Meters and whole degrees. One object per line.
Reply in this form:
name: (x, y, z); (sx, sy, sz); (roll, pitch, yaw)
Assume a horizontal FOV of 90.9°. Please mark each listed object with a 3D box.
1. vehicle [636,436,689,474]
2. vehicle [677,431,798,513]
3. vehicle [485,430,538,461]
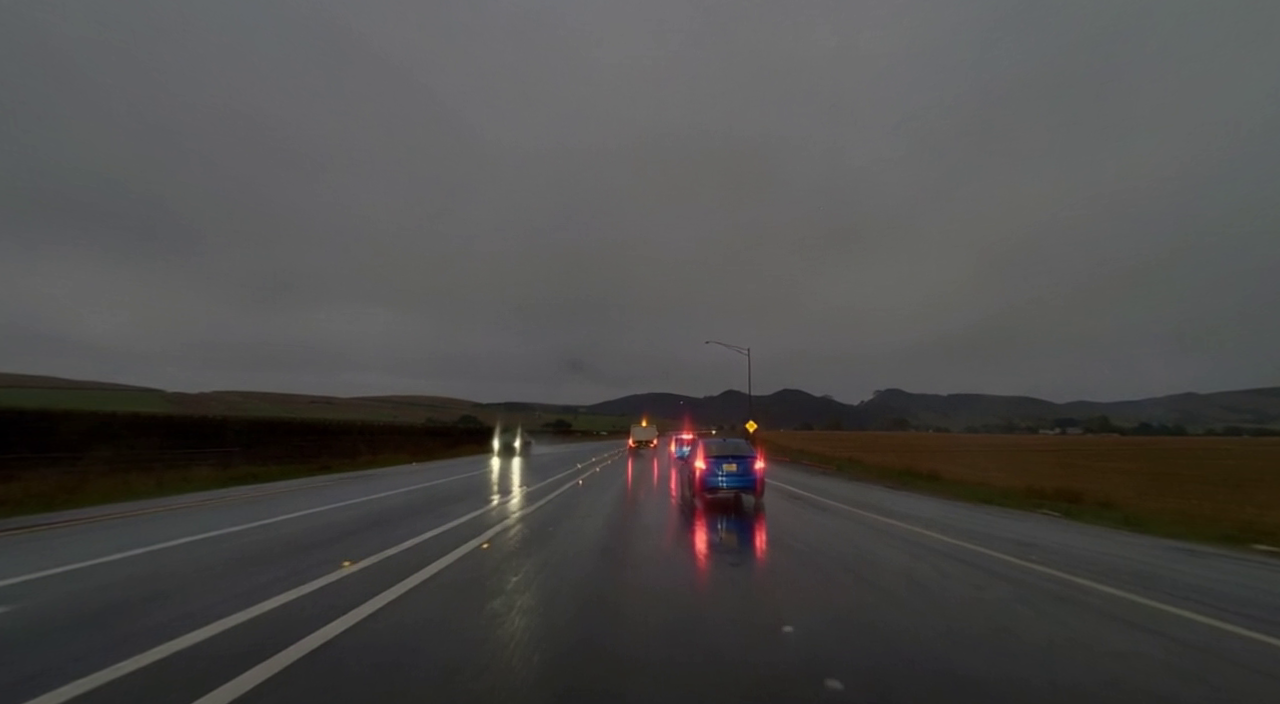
vehicle: (0.885, 4.463, 27.544); (2.026, 1.531, 4.273); (0, -8, -2)
vehicle: (1.977, 2.587, 14.067); (2.007, 1.534, 3.976); (0, -8, -1)
vehicle: (-7.673, 5.662, 38.107); (2.070, 1.744, 4.472); (0, -8, 2)
